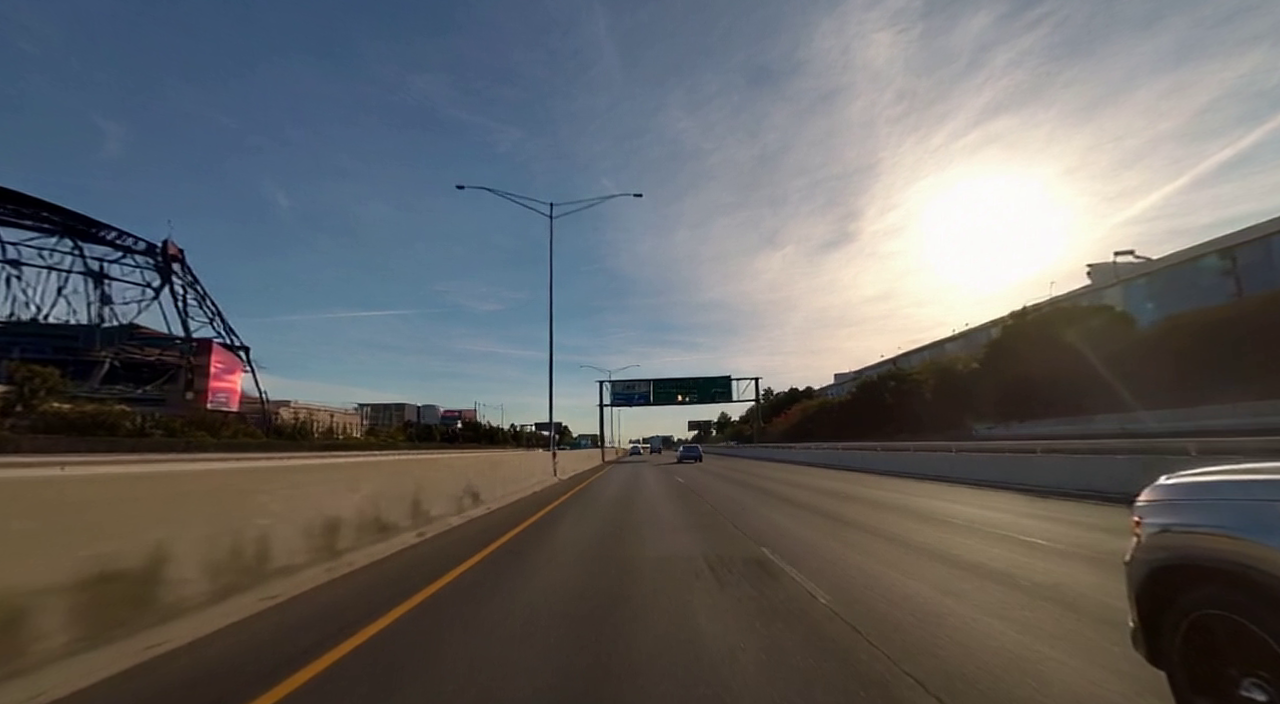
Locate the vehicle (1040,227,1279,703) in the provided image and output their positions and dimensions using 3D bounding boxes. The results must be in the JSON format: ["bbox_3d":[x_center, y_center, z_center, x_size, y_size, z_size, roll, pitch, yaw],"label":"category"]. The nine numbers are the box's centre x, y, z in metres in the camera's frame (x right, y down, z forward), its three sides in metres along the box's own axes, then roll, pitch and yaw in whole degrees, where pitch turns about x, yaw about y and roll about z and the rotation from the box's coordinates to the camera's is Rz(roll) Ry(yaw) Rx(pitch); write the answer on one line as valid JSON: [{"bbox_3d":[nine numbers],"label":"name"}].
[{"bbox_3d":[3.085,0.406,0.516,2.199,2.002,4.970,0,-9,0],"label":"vehicle"}]

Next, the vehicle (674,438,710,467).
[{"bbox_3d":[3.274,6.432,40.523,1.973,1.774,4.092,0,-9,0],"label":"vehicle"}]
